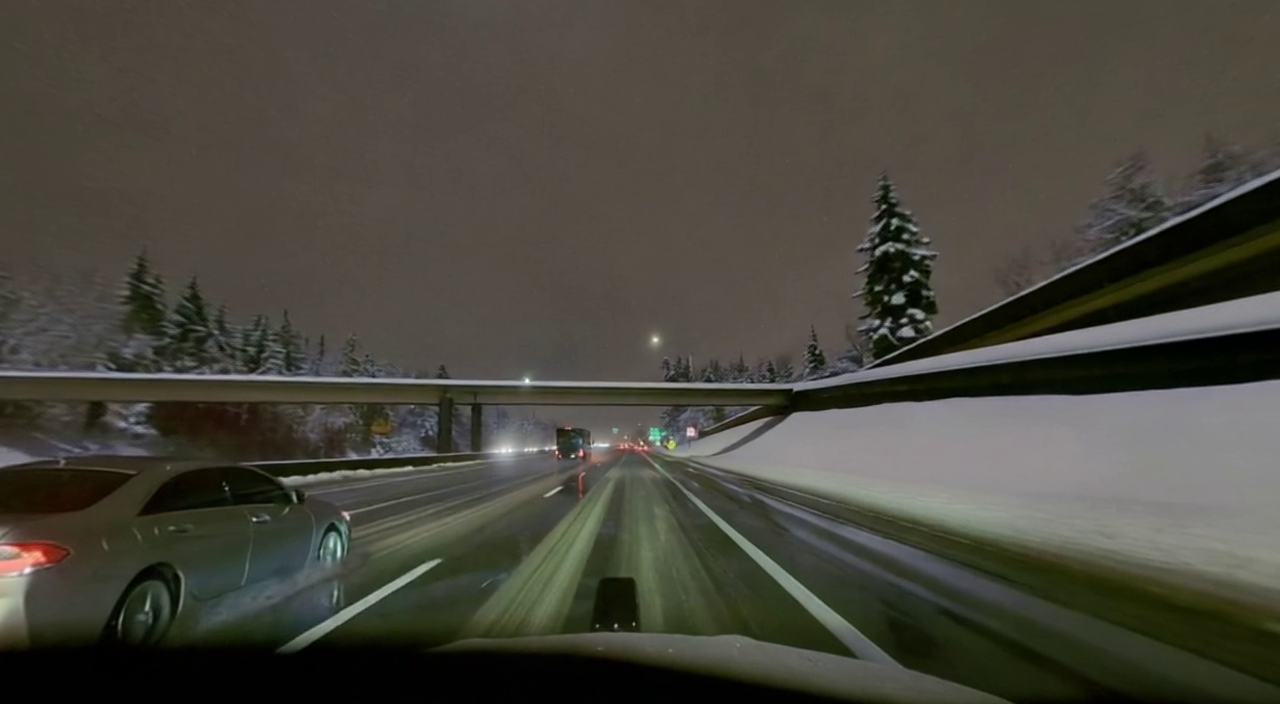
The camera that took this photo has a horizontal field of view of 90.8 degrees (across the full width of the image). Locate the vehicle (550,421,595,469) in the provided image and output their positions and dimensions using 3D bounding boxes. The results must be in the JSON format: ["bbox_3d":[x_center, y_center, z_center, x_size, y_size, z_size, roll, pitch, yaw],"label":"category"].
[{"bbox_3d":[-4.359,6.219,42.144,2.364,2.953,6.732,0,-9,-1],"label":"vehicle"}]

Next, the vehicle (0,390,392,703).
[{"bbox_3d":[-3.901,1.277,4.965,2.025,1.556,4.594,0,-9,0],"label":"vehicle"}]
